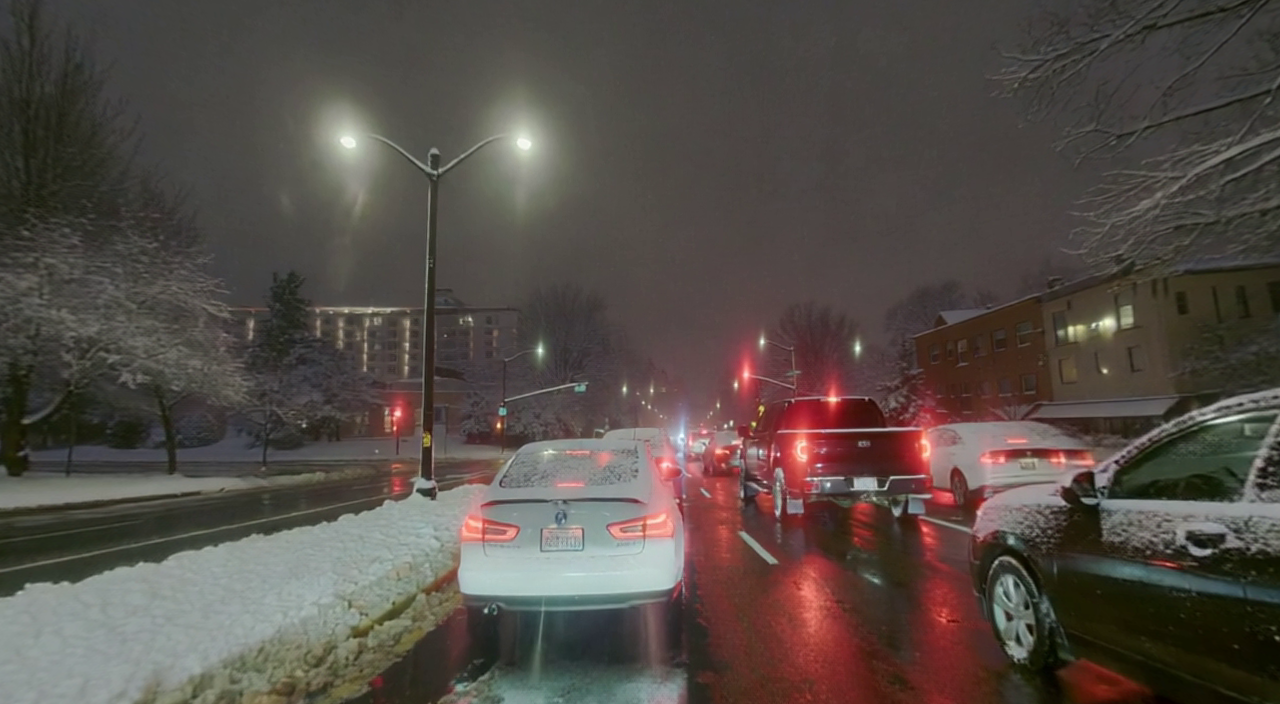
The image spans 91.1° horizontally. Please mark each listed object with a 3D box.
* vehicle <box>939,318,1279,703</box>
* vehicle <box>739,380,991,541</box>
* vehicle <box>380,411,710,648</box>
[{"bbox_3d":[3.151,0.754,2.079,2.024,1.723,4.714,0,-9,1],"label":"vehicle"},{"bbox_3d":[3.549,1.918,11.611,2.497,2.186,5.890,0,-8,1],"label":"vehicle"},{"bbox_3d":[-0.564,1.484,6.328,2.172,1.536,4.250,0,-9,2],"label":"vehicle"}]
